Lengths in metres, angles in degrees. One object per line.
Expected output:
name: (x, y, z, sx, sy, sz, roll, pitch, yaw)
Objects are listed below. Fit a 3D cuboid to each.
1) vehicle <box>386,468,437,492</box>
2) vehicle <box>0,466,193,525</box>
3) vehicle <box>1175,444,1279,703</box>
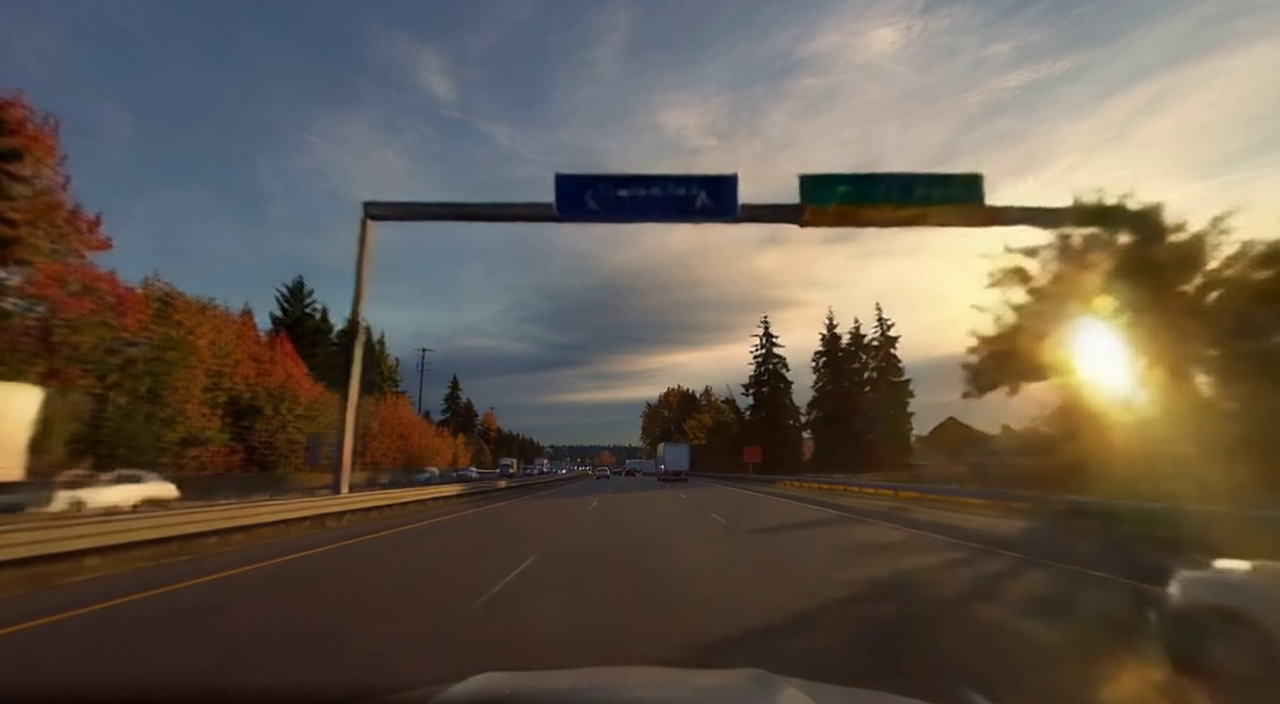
vehicle: (-15.647, 8.783, 43.388, 1.822, 1.490, 4.560, 1, -11, 0)
vehicle: (-15.494, 4.031, 18.135, 1.901, 1.453, 4.530, 1, -11, 0)
vehicle: (4.120, 0.876, 1.278, 2.051, 1.472, 4.547, 1, -11, 0)
